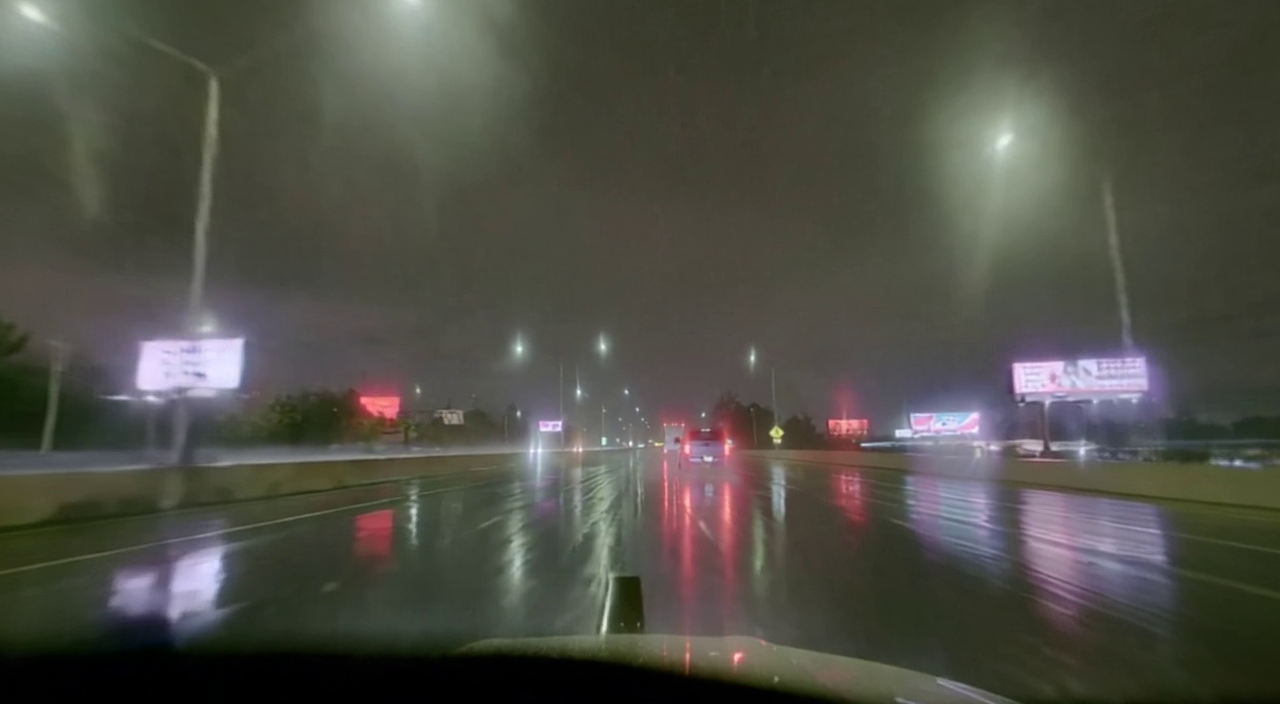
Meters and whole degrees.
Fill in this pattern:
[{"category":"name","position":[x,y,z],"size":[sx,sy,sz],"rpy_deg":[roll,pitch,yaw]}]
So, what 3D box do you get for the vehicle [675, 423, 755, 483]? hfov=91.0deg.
[{"category":"vehicle","position":[2.899,4.170,26.171],"size":[2.740,2.157,6.300],"rpy_deg":[-1,-9,2]}]
